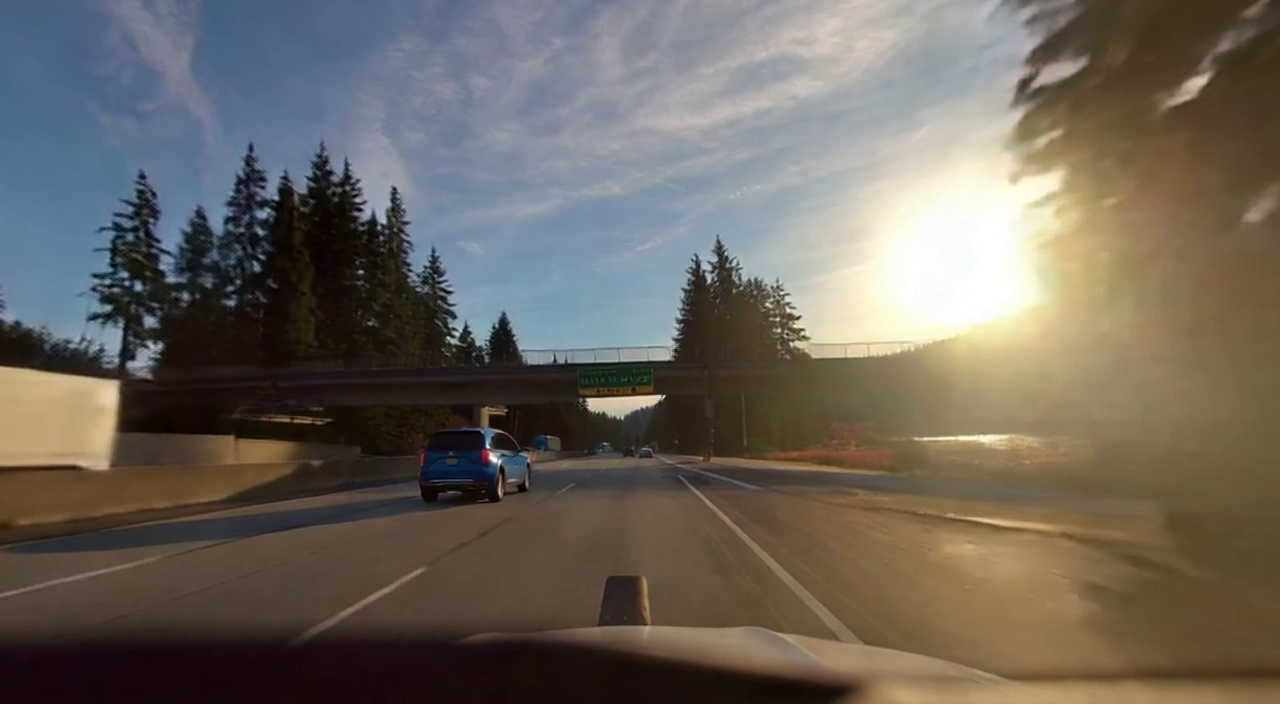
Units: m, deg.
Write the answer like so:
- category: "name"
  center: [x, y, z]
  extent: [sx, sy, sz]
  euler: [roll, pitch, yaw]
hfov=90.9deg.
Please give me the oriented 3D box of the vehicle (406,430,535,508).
- category: "vehicle"
  center: [-4.236, 2.995, 16.637]
  extent: [2.084, 1.752, 4.479]
  euler: [0, -8, 1]
